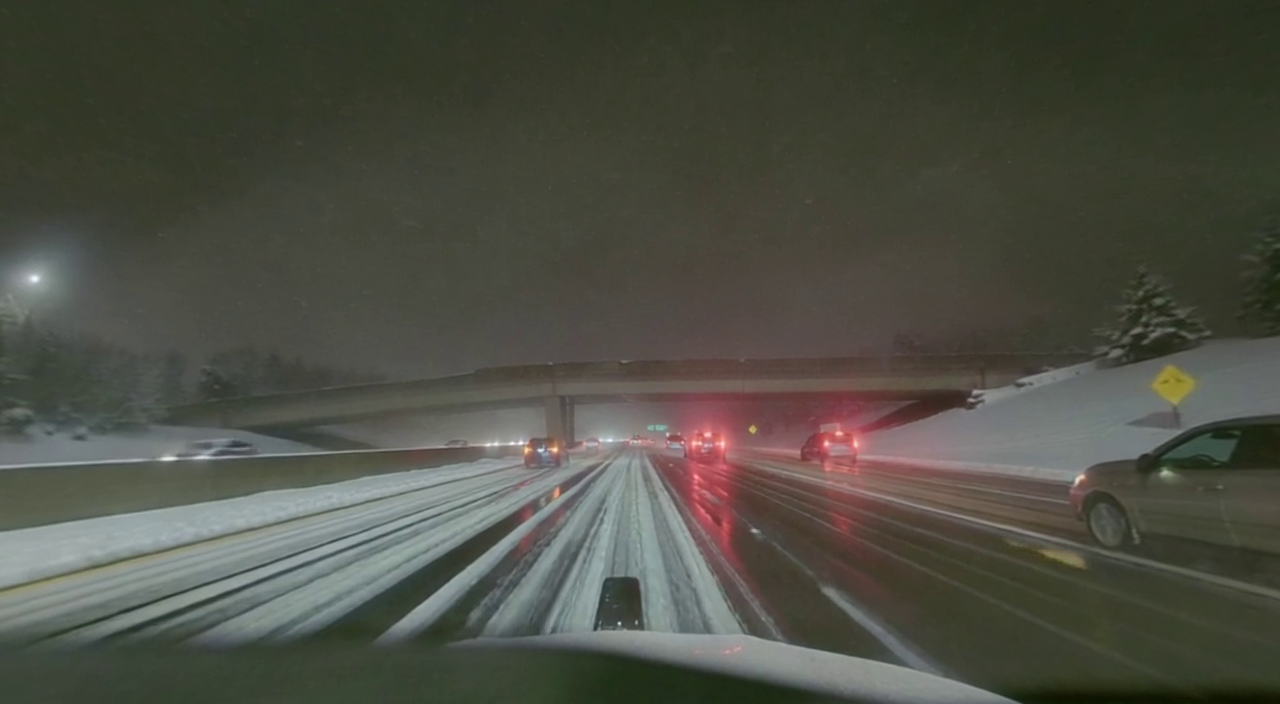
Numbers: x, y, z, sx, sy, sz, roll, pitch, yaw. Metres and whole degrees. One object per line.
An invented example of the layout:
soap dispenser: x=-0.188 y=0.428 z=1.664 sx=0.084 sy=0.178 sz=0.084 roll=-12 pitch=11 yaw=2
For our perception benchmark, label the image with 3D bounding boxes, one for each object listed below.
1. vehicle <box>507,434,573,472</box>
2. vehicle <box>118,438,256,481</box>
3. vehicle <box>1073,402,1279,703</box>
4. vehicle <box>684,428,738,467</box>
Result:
vehicle: x=-4.169 y=4.313 z=27.178 sx=1.997 sy=1.476 sz=4.703 roll=0 pitch=-8 yaw=1
vehicle: x=-16.680 y=3.965 z=23.581 sx=1.921 sy=1.444 sz=4.551 roll=0 pitch=-8 yaw=-2
vehicle: x=3.724 y=0.823 z=1.792 sx=1.989 sy=1.472 sz=4.322 roll=0 pitch=-8 yaw=2
vehicle: x=3.400 y=4.707 z=31.162 sx=2.072 sy=1.761 sz=4.242 roll=0 pitch=-8 yaw=-2
